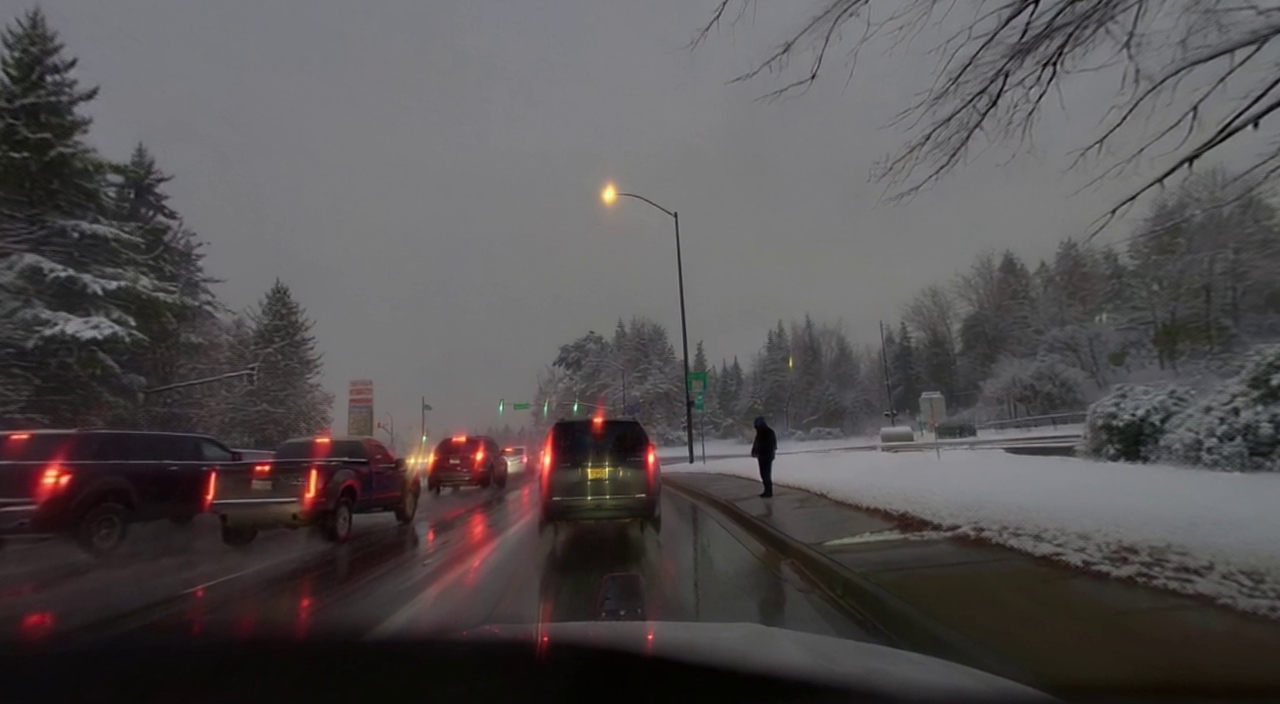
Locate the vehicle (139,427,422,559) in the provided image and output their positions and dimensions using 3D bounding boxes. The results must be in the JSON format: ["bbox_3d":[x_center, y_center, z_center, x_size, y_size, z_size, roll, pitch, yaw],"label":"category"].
[{"bbox_3d":[-5.417,2.155,10.440,2.010,1.674,4.484,0,-9,0],"label":"vehicle"}]

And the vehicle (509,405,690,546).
[{"bbox_3d":[-0.594,1.941,10.510,2.368,1.829,4.293,0,-9,-2],"label":"vehicle"}]

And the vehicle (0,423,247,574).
[{"bbox_3d":[-8.811,2.148,10.106,2.013,1.826,4.592,0,-9,1],"label":"vehicle"}]

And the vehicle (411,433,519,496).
[{"bbox_3d":[-5.468,3.570,20.448,2.188,1.774,4.477,0,-9,0],"label":"vehicle"}]
